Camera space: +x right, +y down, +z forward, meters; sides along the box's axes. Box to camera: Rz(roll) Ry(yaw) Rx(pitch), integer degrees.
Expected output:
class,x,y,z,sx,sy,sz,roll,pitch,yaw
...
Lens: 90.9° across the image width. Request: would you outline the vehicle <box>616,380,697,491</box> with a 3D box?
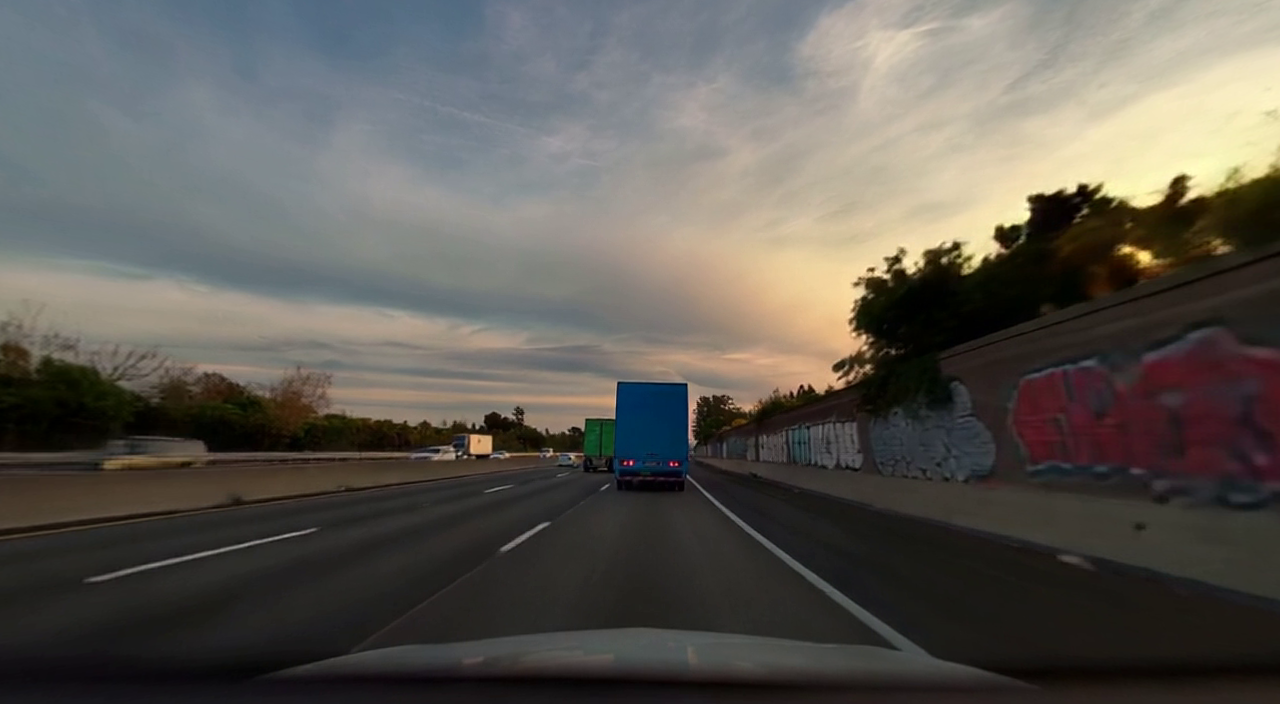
class,x,y,z,sx,sy,sz,roll,pitch,yaw
vehicle,0.709,3.924,28.859,2.997,4.069,10.871,0,-9,1
